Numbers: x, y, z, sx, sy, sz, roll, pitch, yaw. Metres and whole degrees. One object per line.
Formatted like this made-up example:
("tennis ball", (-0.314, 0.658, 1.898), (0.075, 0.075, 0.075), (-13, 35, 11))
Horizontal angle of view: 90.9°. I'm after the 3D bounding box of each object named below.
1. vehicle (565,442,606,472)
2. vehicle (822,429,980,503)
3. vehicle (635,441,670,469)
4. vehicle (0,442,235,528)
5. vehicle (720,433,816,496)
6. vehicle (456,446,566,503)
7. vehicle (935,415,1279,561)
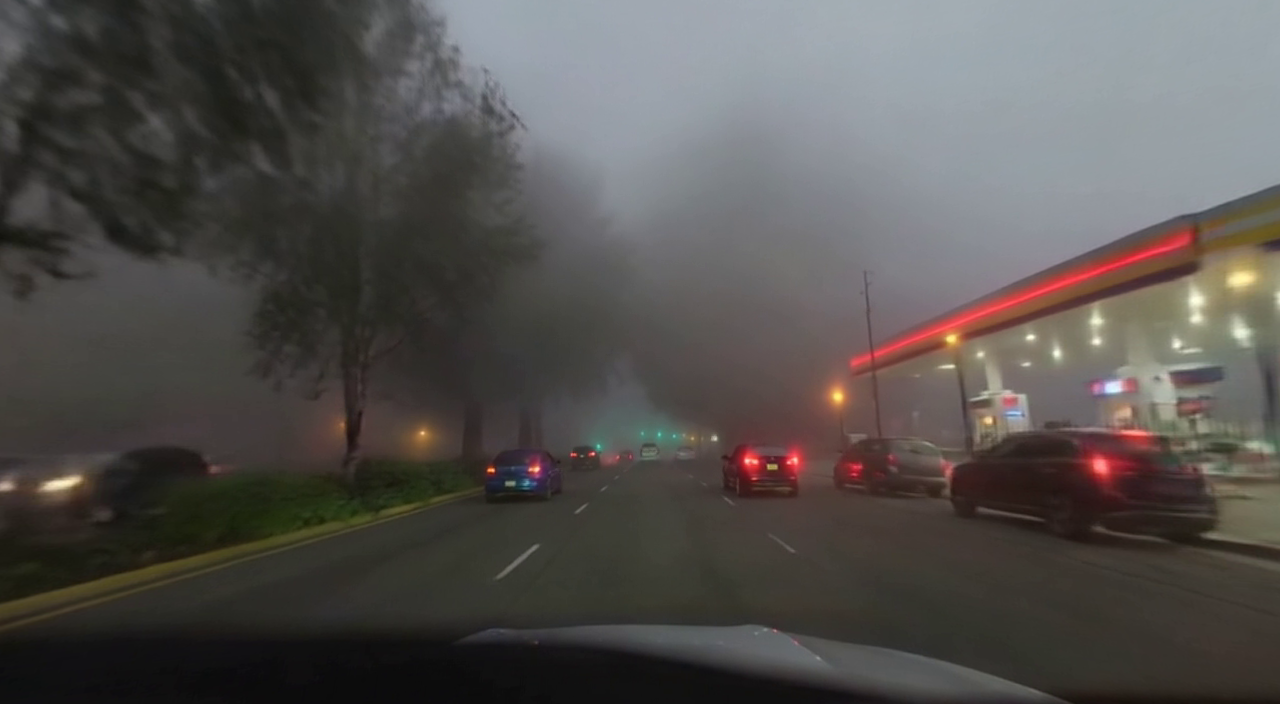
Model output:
("vehicle", (-3.176, 6.192, 37.373), (1.988, 1.645, 3.995), (0, -8, 2))
("vehicle", (7.148, 3.174, 18.051), (2.189, 1.783, 5.122), (1, -8, -2))
("vehicle", (0.801, 6.723, 41.349), (2.192, 1.674, 4.124), (0, -8, 0))
("vehicle", (-12.351, 3.037, 15.116), (2.096, 1.720, 4.694), (0, -8, 0))
("vehicle", (3.789, 3.426, 19.626), (1.980, 1.709, 4.813), (0, -8, 0))
("vehicle", (-3.415, 3.320, 17.584), (2.013, 1.354, 4.393), (0, -8, 2))
("vehicle", (7.004, 2.052, 10.257), (2.417, 1.736, 5.043), (-1, -9, 7))
